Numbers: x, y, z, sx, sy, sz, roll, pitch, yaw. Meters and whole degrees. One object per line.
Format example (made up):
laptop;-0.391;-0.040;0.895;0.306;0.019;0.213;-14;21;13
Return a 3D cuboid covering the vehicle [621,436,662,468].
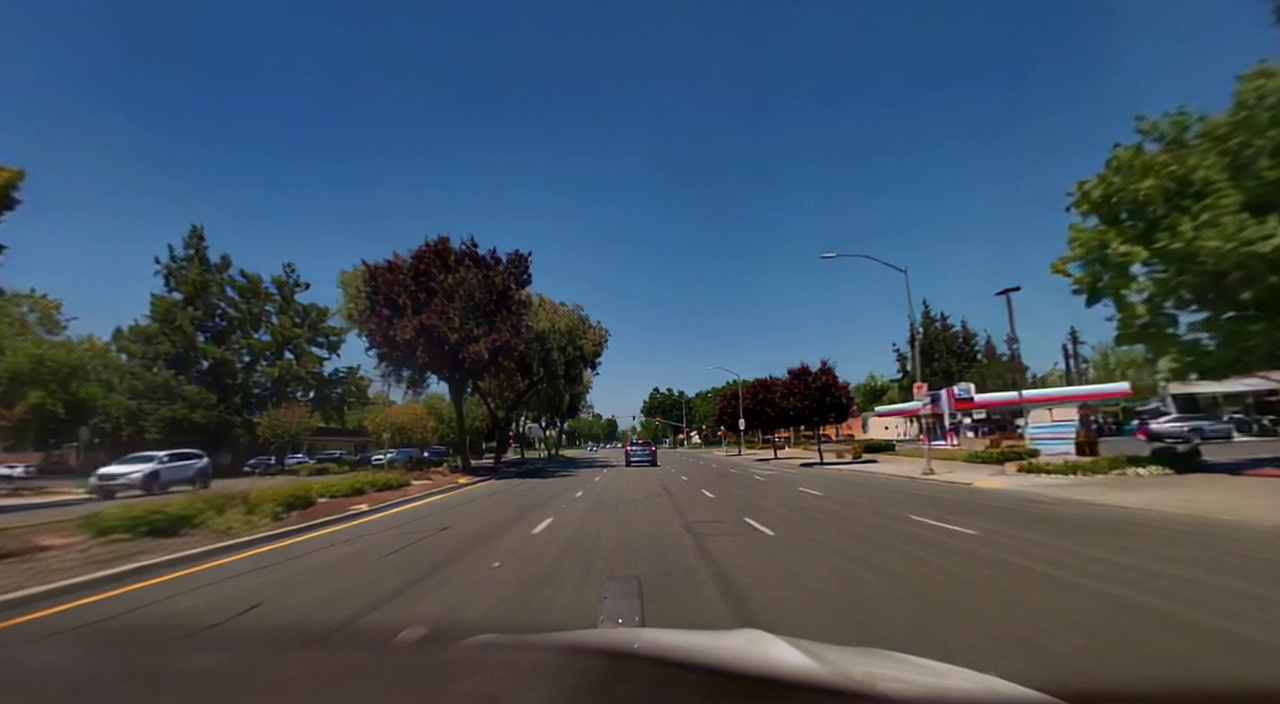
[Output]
vehicle;0.053;5.825;36.754;2.213;1.715;4.242;0;-8;-1

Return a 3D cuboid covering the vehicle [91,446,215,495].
vehicle;-19.152;4.639;25.059;1.909;1.720;4.390;1;-8;-9
